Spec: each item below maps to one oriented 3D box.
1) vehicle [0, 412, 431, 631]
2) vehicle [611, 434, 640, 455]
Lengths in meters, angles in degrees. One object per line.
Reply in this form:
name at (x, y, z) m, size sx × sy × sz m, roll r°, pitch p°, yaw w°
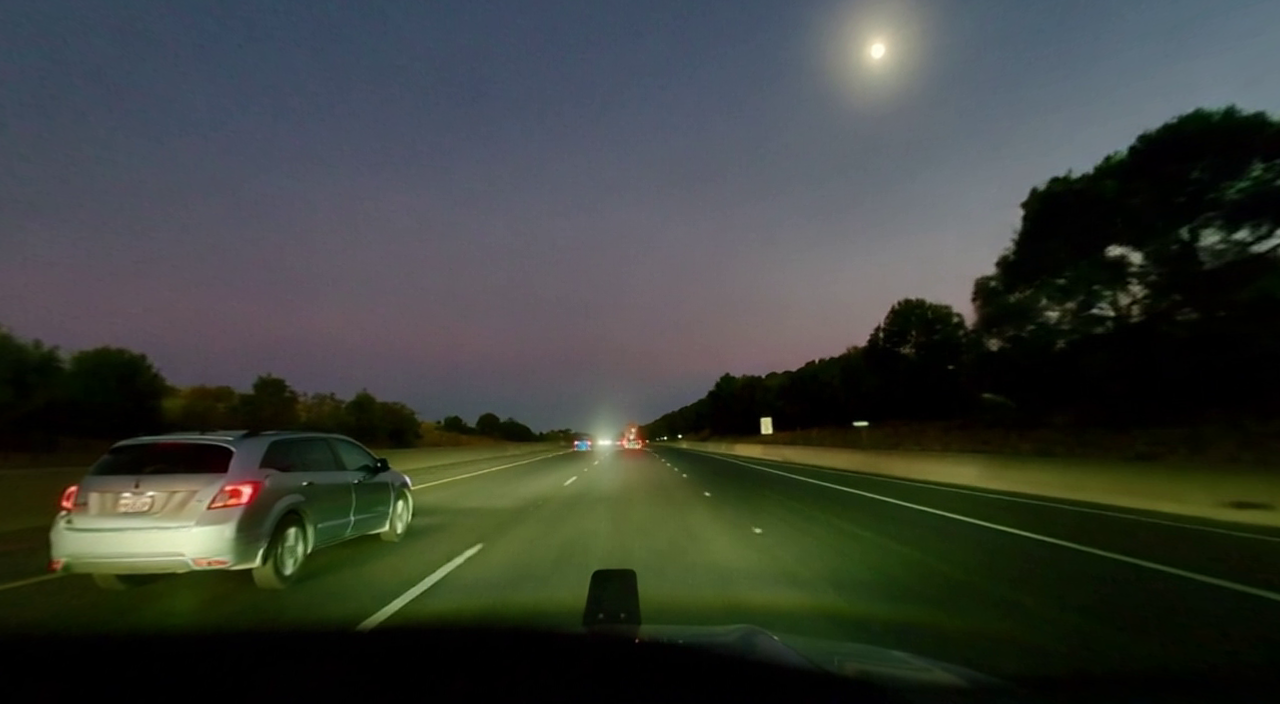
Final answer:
vehicle at (-3.786, 1.441, 6.426) m, size 1.931 × 1.483 × 4.105 m, roll 0°, pitch -8°, yaw -1°
vehicle at (-1.105, 7.295, 49.812) m, size 2.162 × 1.616 × 4.242 m, roll 0°, pitch -8°, yaw -1°
